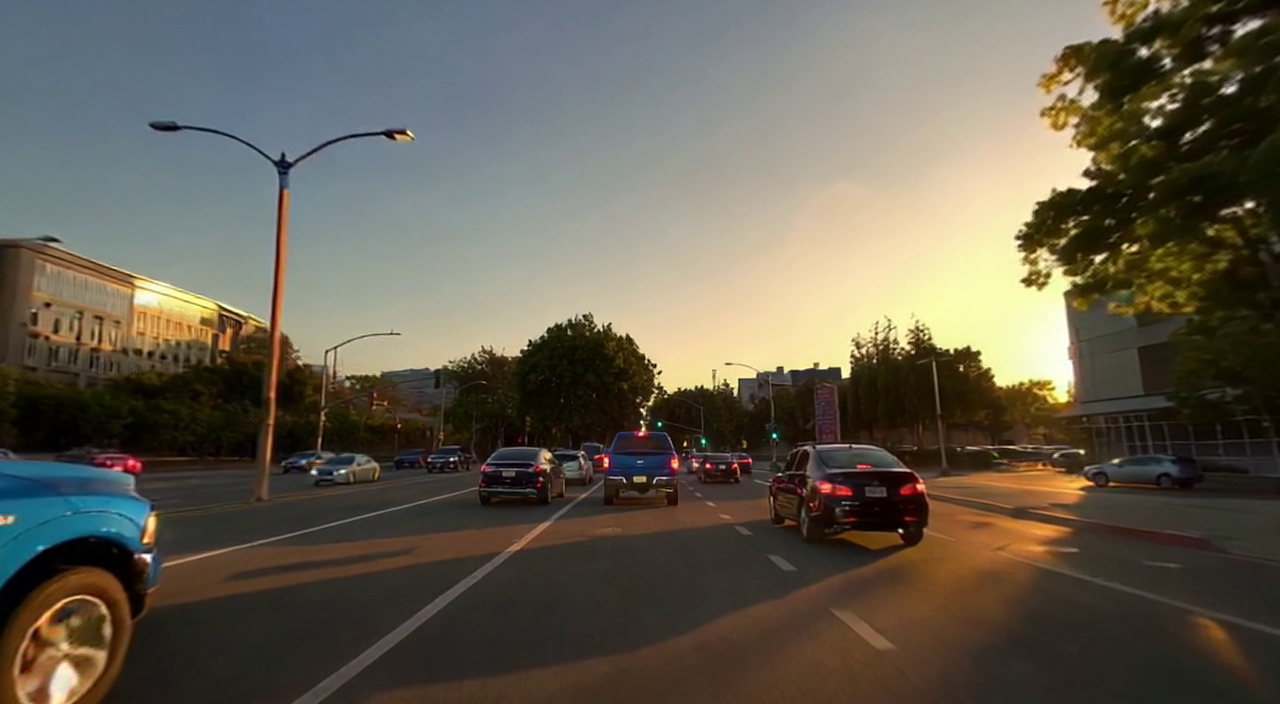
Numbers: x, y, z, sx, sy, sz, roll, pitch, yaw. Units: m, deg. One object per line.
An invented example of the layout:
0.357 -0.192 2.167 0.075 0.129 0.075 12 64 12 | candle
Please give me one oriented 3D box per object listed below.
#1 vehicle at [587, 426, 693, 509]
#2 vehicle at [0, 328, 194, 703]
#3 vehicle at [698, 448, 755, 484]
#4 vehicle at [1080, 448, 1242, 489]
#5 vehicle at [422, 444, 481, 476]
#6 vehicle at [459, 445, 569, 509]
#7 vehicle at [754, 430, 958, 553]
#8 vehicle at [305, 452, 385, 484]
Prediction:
-0.001 3.092 17.377 2.493 1.934 4.957 0 -8 0 | vehicle
-3.535 0.597 1.144 1.994 1.759 4.709 0 -8 0 | vehicle
3.853 5.141 28.841 1.968 1.472 4.456 0 -8 0 | vehicle
22.228 4.952 27.191 2.003 1.515 4.939 3 -9 -21 | vehicle
-11.690 6.721 39.495 2.150 1.838 4.981 0 -8 0 | vehicle
-3.207 3.255 16.998 1.986 1.465 4.509 0 -8 1 | vehicle
3.290 2.194 10.641 1.955 1.628 4.152 0 -8 0 | vehicle
-15.298 6.013 33.017 1.932 1.449 4.545 0 -8 1 | vehicle
